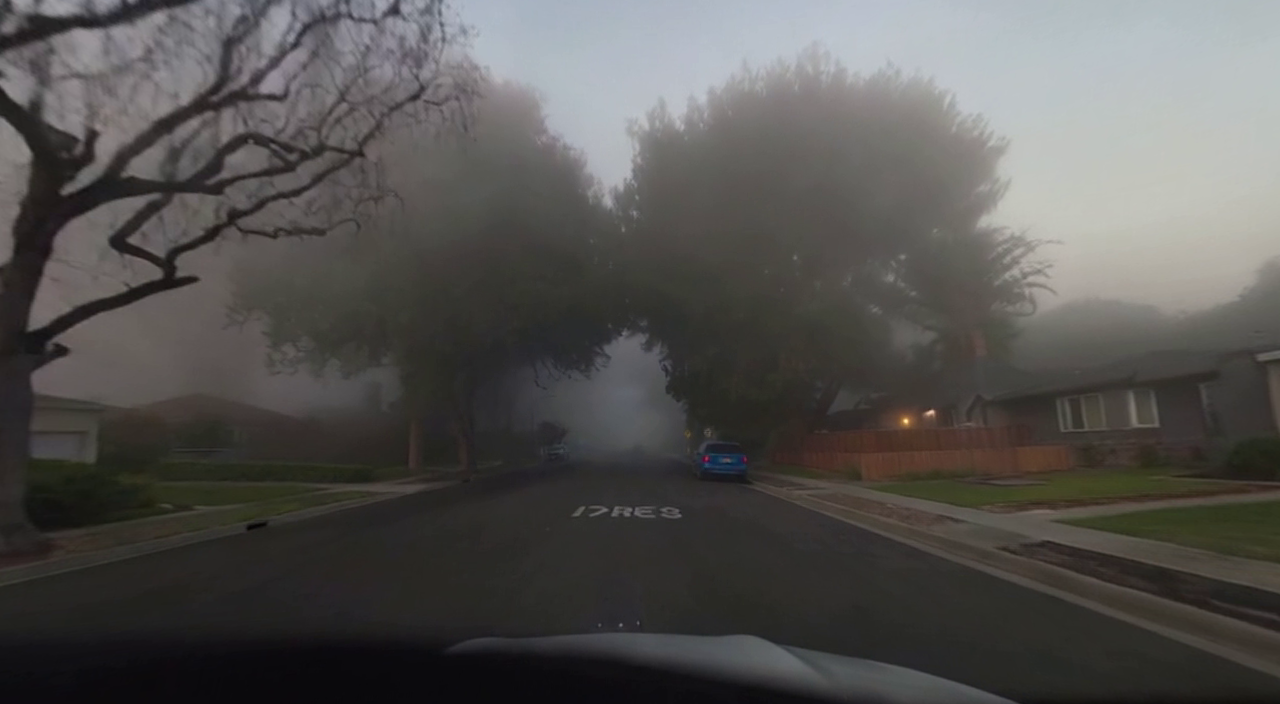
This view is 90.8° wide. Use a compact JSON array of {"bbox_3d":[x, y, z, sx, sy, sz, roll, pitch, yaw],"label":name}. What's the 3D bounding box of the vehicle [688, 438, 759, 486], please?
[{"bbox_3d":[3.049,4.117,24.019,2.114,1.633,4.042,0,-8,-1],"label":"vehicle"}]
